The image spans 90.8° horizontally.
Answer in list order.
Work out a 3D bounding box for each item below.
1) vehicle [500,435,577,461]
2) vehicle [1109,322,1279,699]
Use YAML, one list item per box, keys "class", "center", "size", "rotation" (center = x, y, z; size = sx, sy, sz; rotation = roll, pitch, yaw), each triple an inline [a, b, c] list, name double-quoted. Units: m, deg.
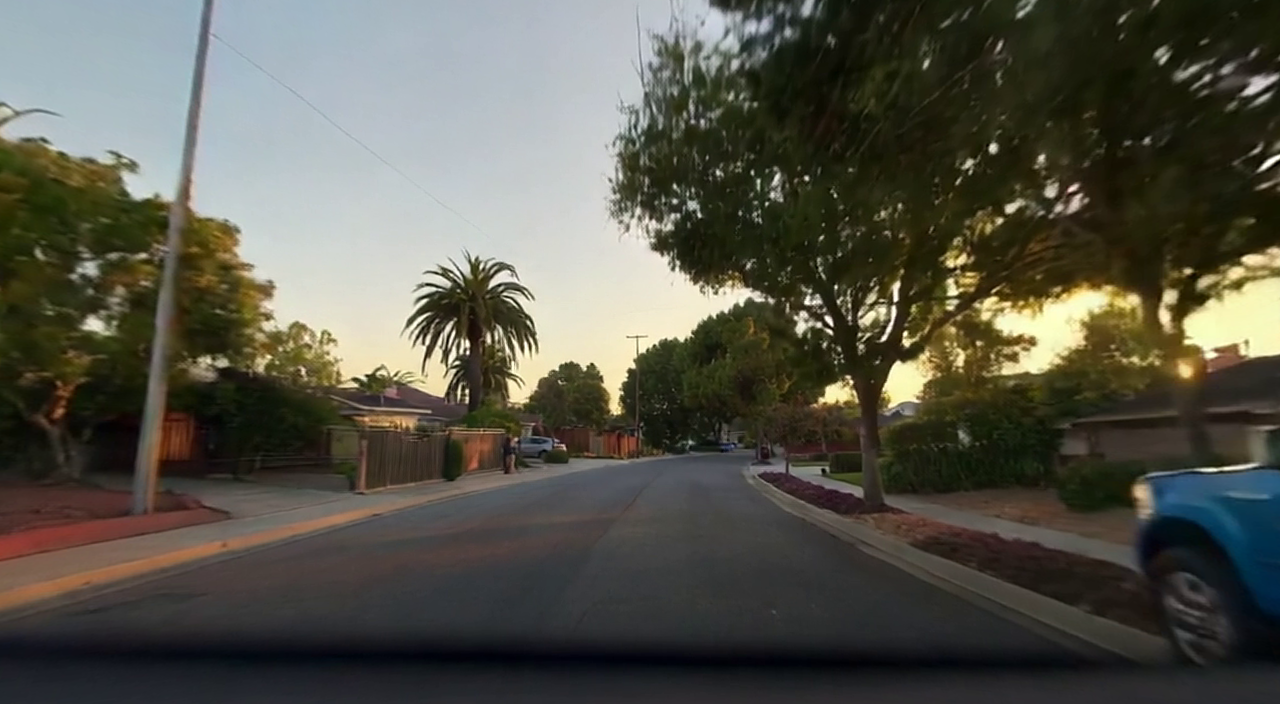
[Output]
- class: "vehicle"
  center: [-7.882, 7.493, 49.336]
  size: [5.497, 1.983, 2.191]
  rotation: [-1, -9, 8]
- class: "vehicle"
  center: [4.619, 0.634, 1.876]
  size: [2.467, 2.034, 5.470]
  rotation: [0, -8, 4]
